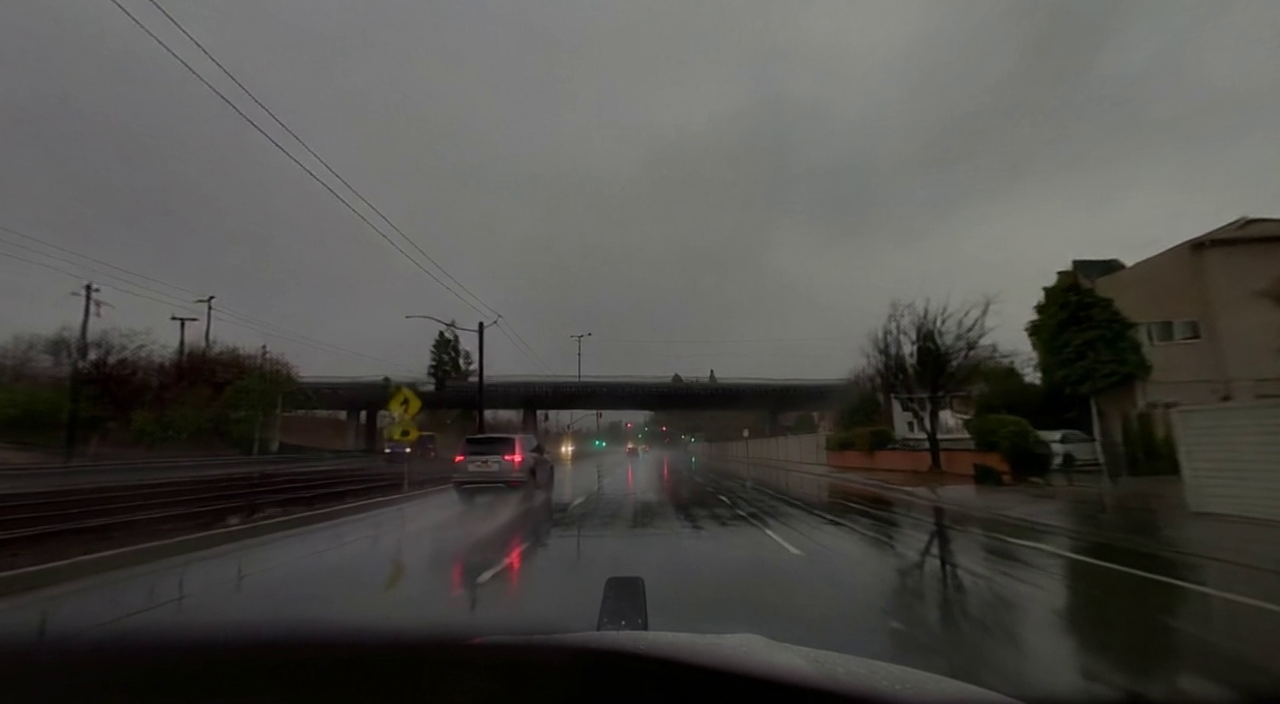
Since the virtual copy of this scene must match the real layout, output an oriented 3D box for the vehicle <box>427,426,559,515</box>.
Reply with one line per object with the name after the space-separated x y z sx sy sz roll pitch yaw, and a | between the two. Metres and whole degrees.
-3.131 2.618 14.362 1.882 1.704 4.335 0 -9 1 | vehicle
